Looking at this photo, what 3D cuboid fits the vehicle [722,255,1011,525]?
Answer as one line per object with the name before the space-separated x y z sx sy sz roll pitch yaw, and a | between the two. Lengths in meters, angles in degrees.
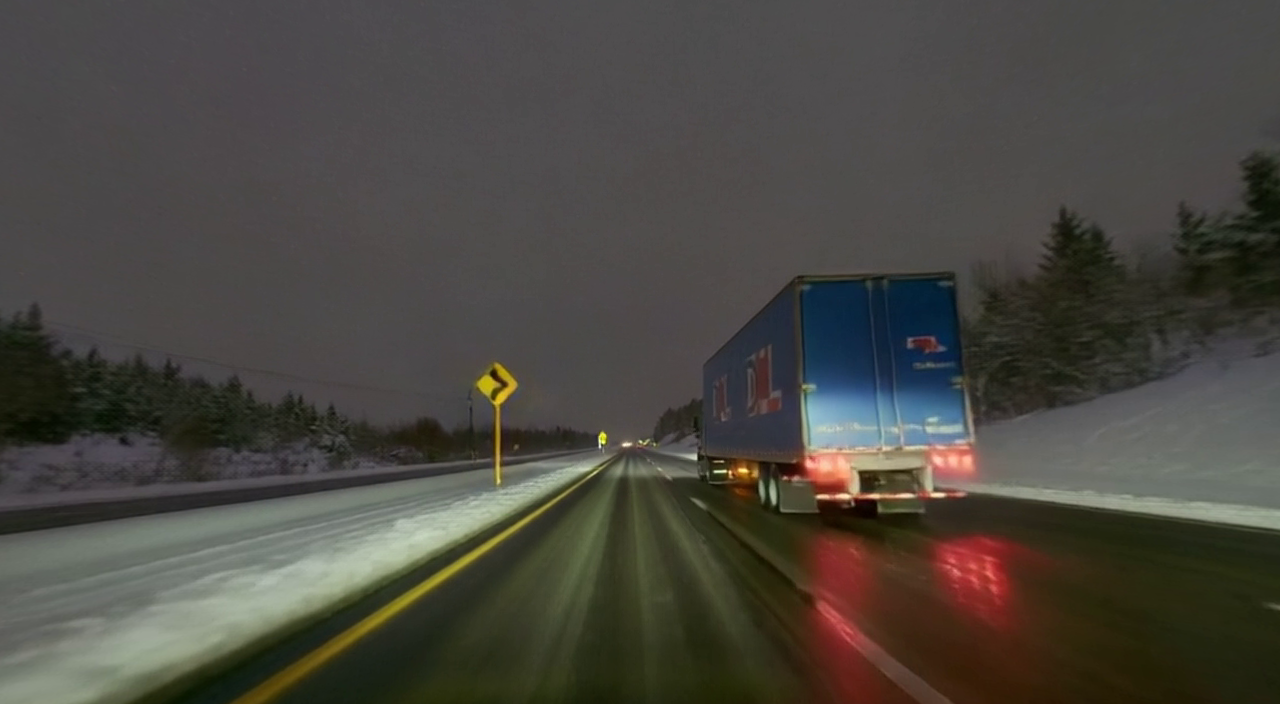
vehicle | 3.879 1.128 13.482 2.879 4.075 8.126 0 -9 -2
